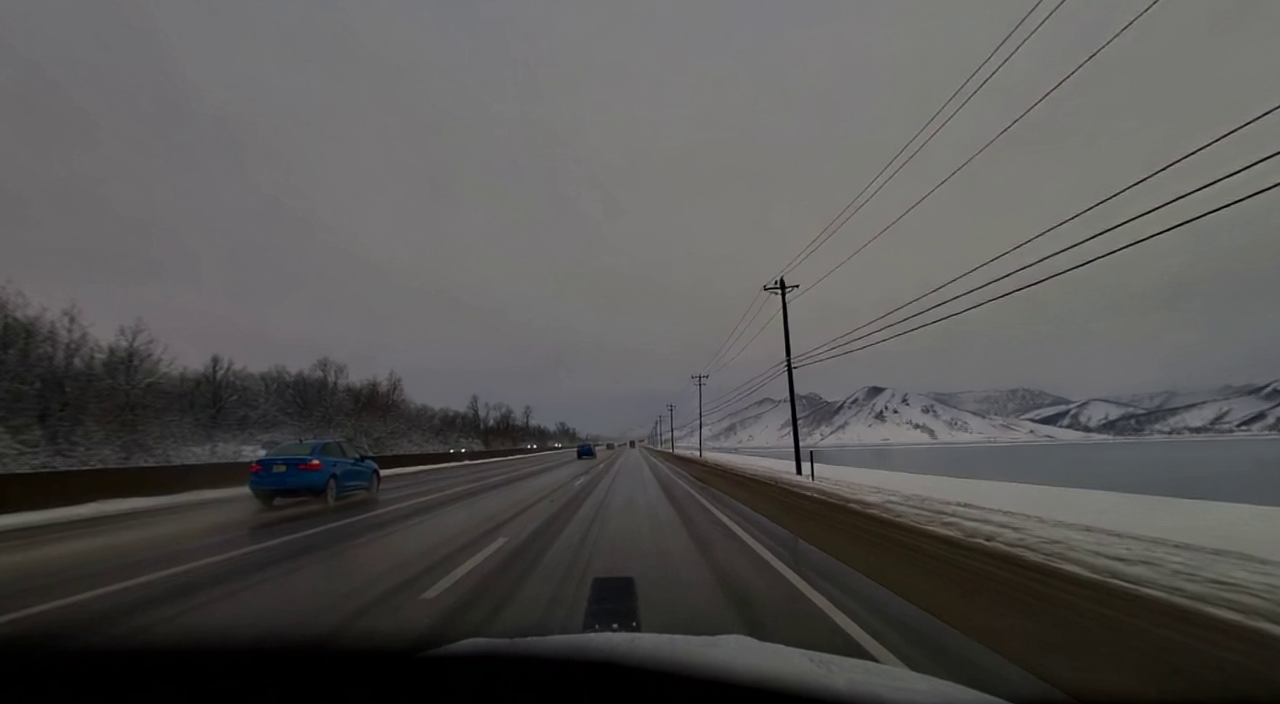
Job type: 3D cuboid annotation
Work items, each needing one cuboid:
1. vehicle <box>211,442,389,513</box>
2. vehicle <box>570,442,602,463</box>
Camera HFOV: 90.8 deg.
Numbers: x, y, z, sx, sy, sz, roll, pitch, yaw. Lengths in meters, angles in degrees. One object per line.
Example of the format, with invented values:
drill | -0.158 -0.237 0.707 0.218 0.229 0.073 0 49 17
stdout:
vehicle | -7.965 2.935 15.391 1.847 1.456 4.471 0 -8 0
vehicle | -4.013 7.518 47.313 2.097 1.514 4.209 0 -8 -1
